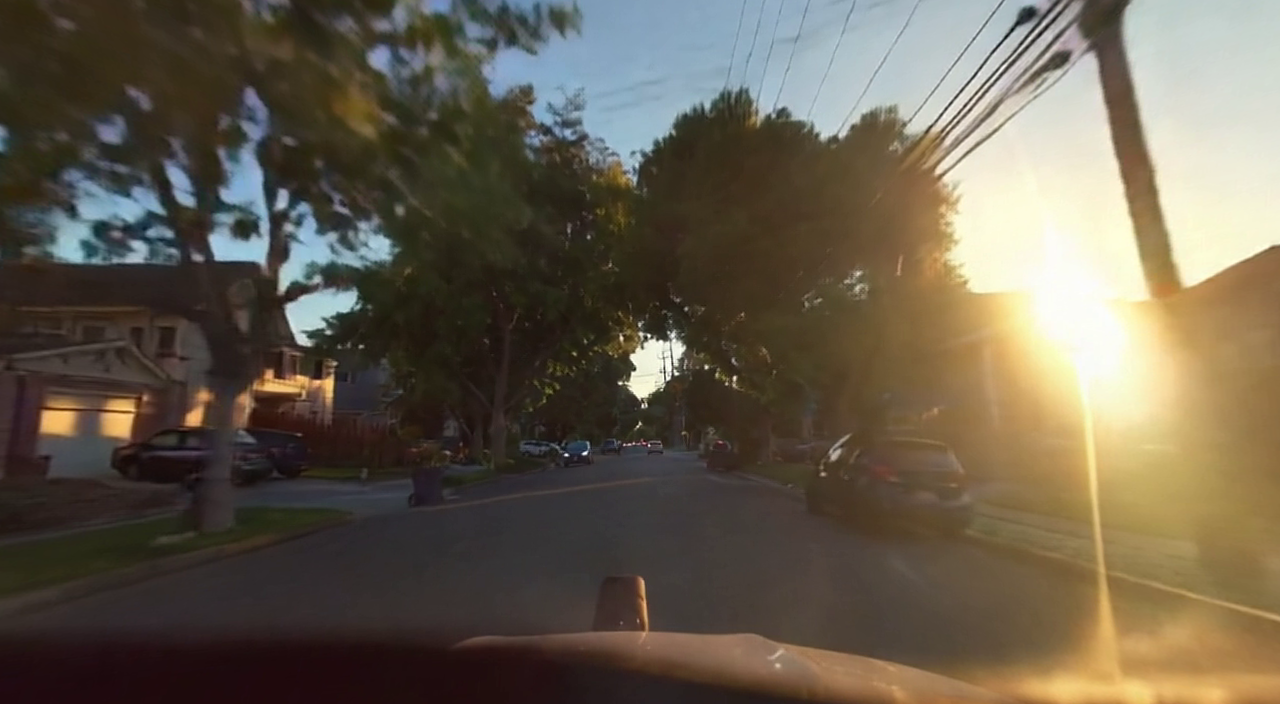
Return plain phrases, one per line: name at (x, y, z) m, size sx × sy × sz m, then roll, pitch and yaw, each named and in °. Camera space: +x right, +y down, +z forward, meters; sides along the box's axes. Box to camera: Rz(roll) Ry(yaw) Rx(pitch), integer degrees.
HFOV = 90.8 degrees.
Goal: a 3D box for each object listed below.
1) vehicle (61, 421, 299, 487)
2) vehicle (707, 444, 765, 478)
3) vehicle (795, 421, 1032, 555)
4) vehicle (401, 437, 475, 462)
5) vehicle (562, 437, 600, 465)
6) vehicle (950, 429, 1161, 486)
vehicle at (-12.307, 2.751, 17.179) m, size 4.792 × 1.521 × 2.077 m, roll 2°, pitch -8°, yaw 1°
vehicle at (4.438, 5.119, 29.969) m, size 2.031 × 1.471 × 4.328 m, roll 0°, pitch -8°, yaw -1°
vehicle at (4.225, 2.171, 10.884) m, size 2.066 × 1.753 × 4.877 m, roll 0°, pitch -8°, yaw 3°
vehicle at (-13.883, 6.693, 43.393) m, size 4.702 × 1.675 × 1.984 m, roll -4°, pitch -9°, yaw 27°
vehicle at (-4.170, 7.065, 45.550) m, size 2.164 × 1.810 × 5.044 m, roll 1°, pitch -7°, yaw 1°
vehicle at (12.120, 3.117, 18.678) m, size 4.905 × 1.570 × 1.900 m, roll 0°, pitch -10°, yaw -2°
